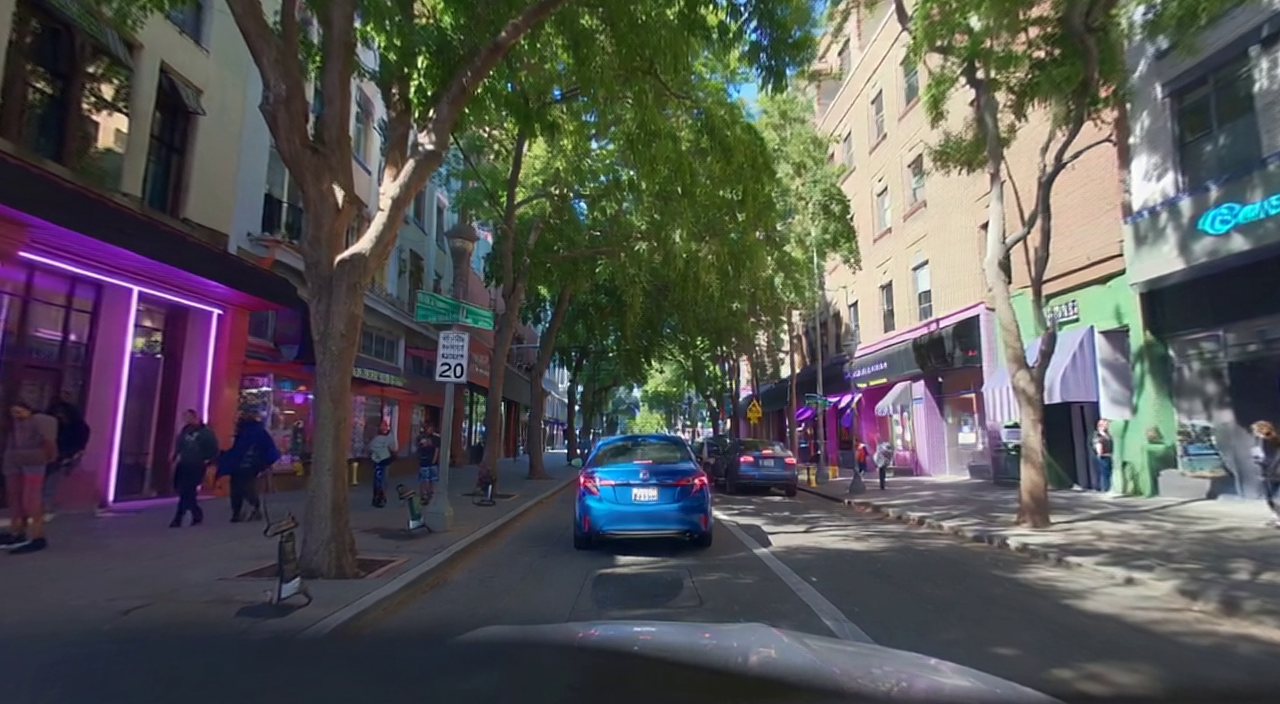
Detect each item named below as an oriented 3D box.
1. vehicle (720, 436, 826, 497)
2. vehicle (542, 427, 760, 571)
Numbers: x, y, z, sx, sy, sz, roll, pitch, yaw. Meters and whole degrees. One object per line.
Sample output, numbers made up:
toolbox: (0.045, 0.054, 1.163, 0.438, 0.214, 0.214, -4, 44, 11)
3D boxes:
vehicle: (3.613, 3.203, 18.097, 2.025, 1.523, 4.426, 0, -9, -1)
vehicle: (0.079, 1.843, 8.720, 2.261, 1.474, 4.130, 0, -8, -1)
